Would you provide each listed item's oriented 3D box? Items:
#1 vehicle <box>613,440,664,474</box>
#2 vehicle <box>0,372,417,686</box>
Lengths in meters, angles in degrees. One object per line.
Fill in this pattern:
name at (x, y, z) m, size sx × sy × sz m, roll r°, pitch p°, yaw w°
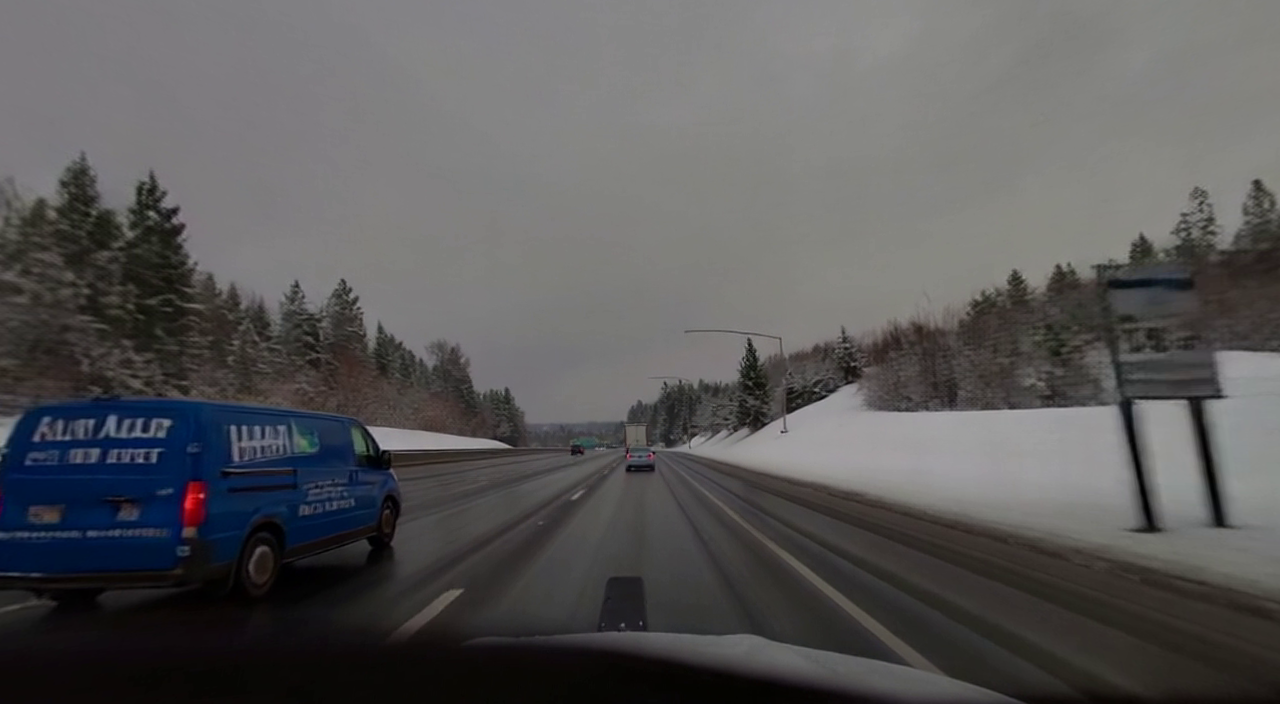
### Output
vehicle at (-0.049, 4.853, 29.303) m, size 2.238 × 1.479 × 3.672 m, roll 0°, pitch -9°, yaw 0°
vehicle at (-4.279, 1.426, 6.344) m, size 2.174 × 1.862 × 5.012 m, roll 0°, pitch -9°, yaw 0°
